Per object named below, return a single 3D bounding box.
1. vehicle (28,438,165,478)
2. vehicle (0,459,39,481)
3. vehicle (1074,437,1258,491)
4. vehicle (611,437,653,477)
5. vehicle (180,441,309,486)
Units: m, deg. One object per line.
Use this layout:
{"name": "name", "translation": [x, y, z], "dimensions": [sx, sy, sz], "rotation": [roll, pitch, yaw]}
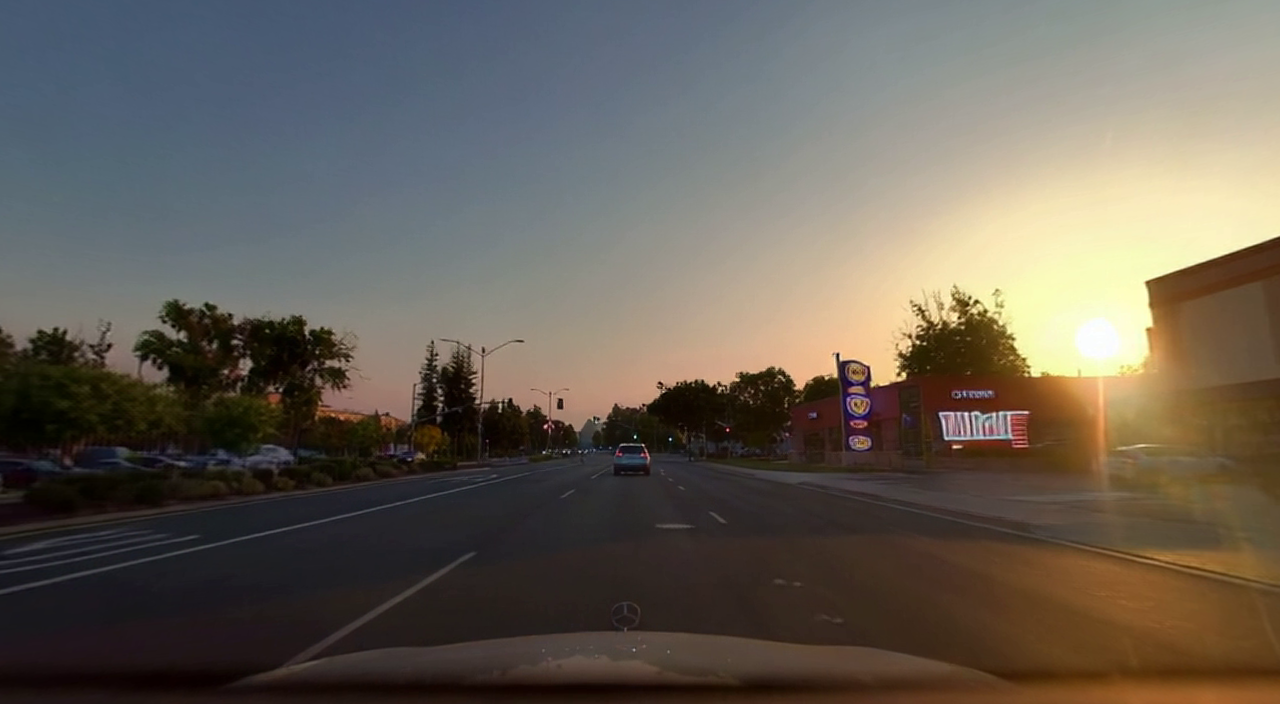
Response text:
{"name": "vehicle", "translation": [-33.006, 6.457, 38.620], "dimensions": [5.508, 2.313, 2.818], "rotation": [2, -9, -14]}
{"name": "vehicle", "translation": [-45.556, 8.384, 44.994], "dimensions": [1.750, 1.432, 3.827], "rotation": [0, -9, -1]}
{"name": "vehicle", "translation": [16.120, 3.455, 19.510], "dimensions": [4.026, 1.463, 1.826], "rotation": [-1, -10, -2]}
{"name": "vehicle", "translation": [-0.396, 5.617, 34.008], "dimensions": [2.096, 1.961, 4.259], "rotation": [0, -9, 0]}
{"name": "vehicle", "translation": [-20.083, 5.671, 32.581], "dimensions": [2.492, 2.083, 6.312], "rotation": [0, -9, 0]}
